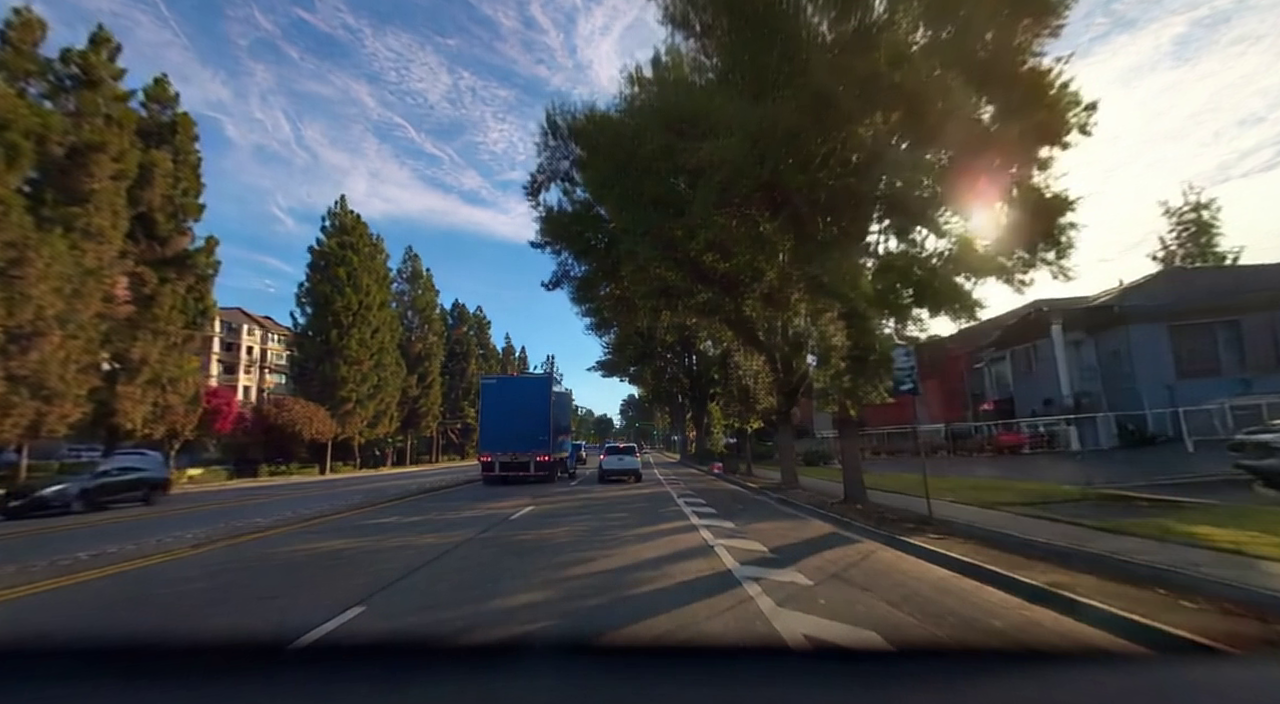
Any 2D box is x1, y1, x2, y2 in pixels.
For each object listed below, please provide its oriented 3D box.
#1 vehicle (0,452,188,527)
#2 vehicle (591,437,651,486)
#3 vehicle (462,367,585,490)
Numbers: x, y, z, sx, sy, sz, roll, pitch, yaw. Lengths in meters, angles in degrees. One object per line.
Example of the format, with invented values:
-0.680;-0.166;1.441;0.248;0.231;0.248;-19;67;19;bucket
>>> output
-13.969;3.325;15.847;1.993;1.568;4.645;-1;-9;-3;vehicle
-0.663;4.101;23.984;2.094;1.682;3.866;0;-9;0;vehicle
-4.131;3.180;25.254;2.996;3.902;10.410;0;-9;0;vehicle
